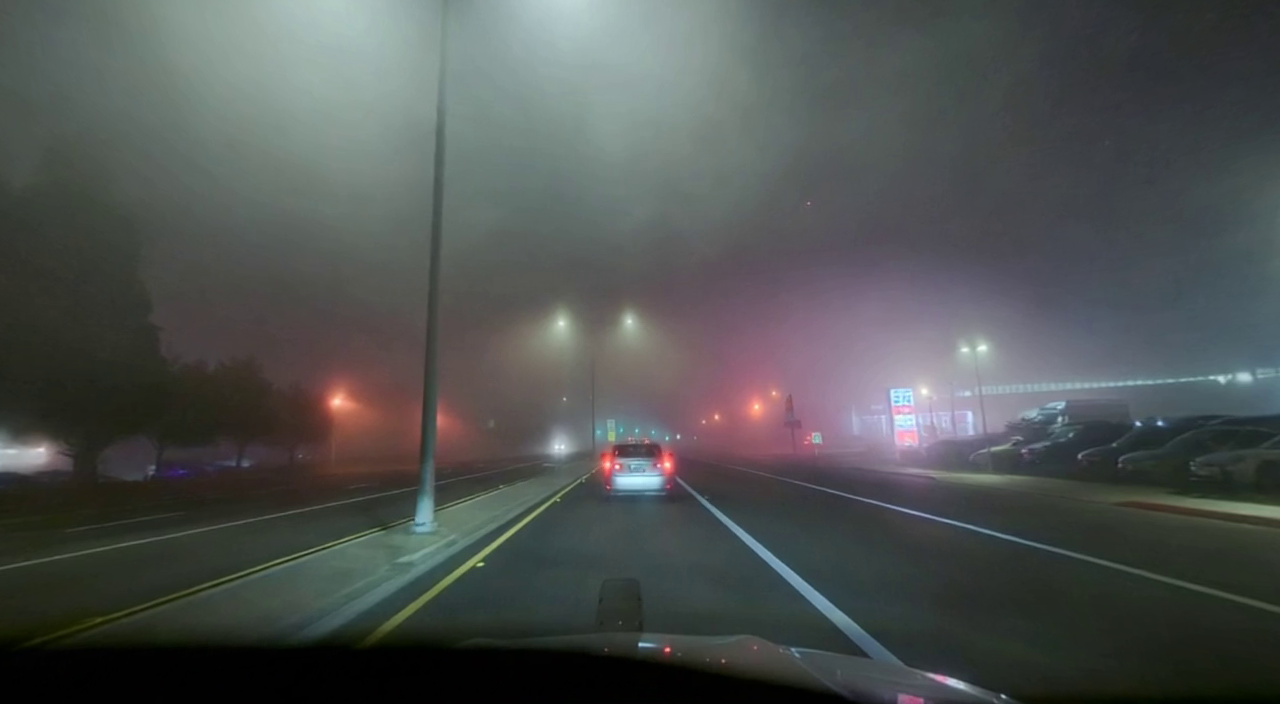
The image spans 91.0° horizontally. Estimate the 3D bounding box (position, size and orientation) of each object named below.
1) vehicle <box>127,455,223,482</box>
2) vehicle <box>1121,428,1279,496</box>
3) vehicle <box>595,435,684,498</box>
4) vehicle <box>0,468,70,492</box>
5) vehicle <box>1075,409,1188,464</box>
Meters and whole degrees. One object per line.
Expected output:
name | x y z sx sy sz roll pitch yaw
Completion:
vehicle | -27.823 6.992 37.746 4.209 1.497 1.913 0 -9 0
vehicle | 15.180 2.724 15.924 4.383 1.561 2.134 1 -8 -6
vehicle | -0.037 3.026 17.010 2.126 1.475 3.967 0 -8 -1
vehicle | -39.234 8.143 40.065 3.805 1.406 1.701 5 -9 -21
vehicle | 21.586 3.792 27.987 2.336 2.164 5.796 -3 -9 22
